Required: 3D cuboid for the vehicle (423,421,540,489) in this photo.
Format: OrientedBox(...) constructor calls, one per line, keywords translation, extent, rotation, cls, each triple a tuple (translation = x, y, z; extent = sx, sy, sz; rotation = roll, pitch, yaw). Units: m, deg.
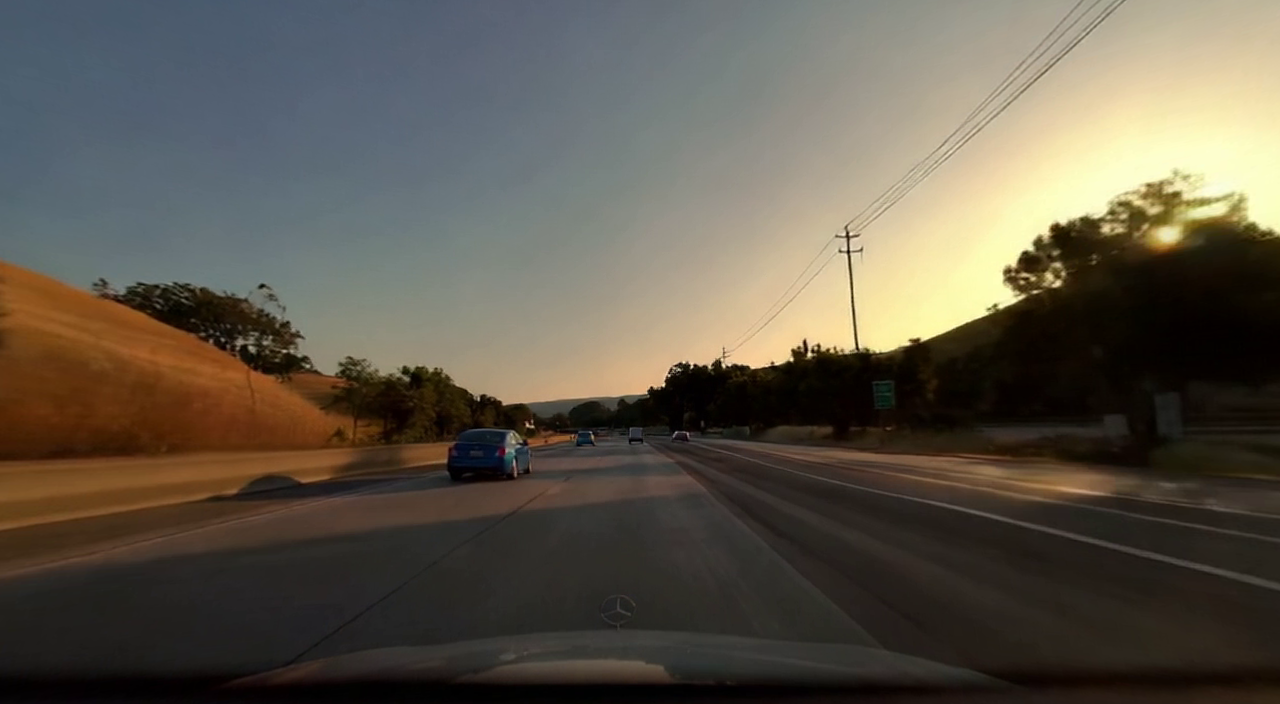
OrientedBox(translation=(-4.076, 2.699, 16.938), extent=(2.023, 1.580, 4.259), rotation=(0, -8, 0), cls="vehicle")
